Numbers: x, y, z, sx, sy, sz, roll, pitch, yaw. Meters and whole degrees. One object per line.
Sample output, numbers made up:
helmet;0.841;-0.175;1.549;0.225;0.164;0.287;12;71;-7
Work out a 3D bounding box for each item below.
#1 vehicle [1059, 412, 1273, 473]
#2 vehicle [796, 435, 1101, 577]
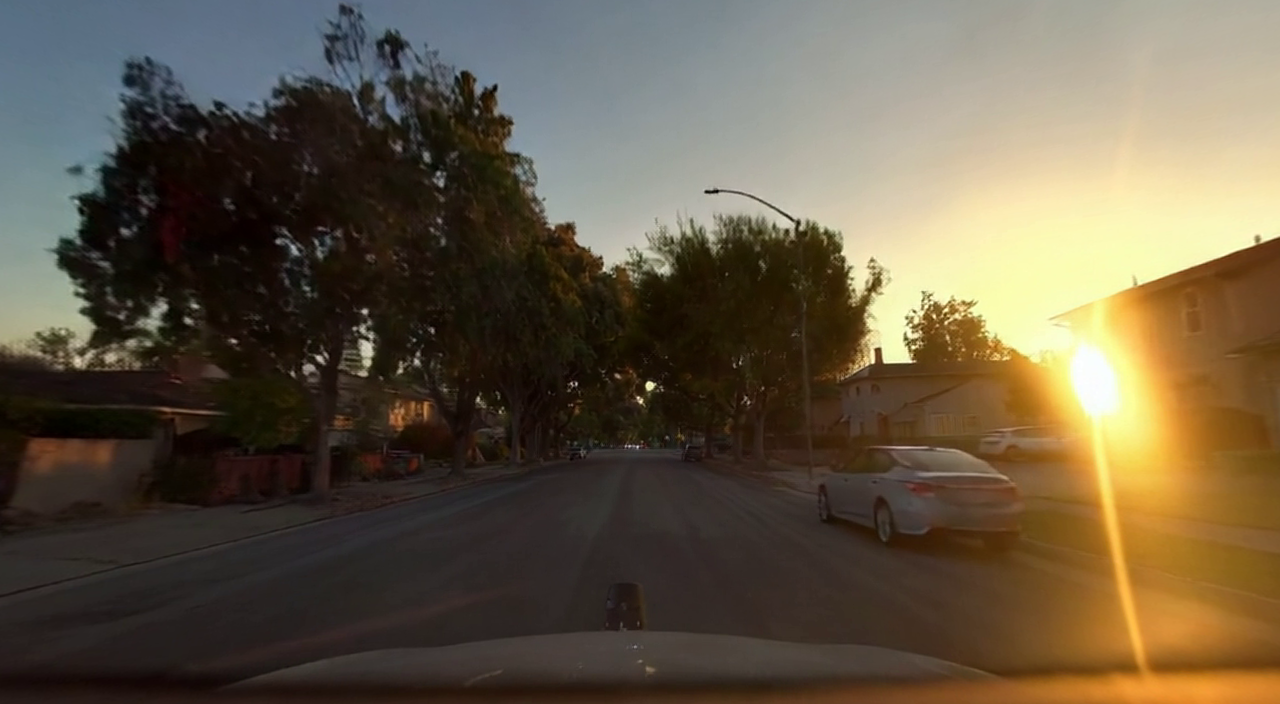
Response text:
vehicle;15.380;2.667;18.695;4.505;1.667;2.018;0;-8;-1
vehicle;3.815;1.948;8.904;2.013;1.473;4.329;0;-8;-1
